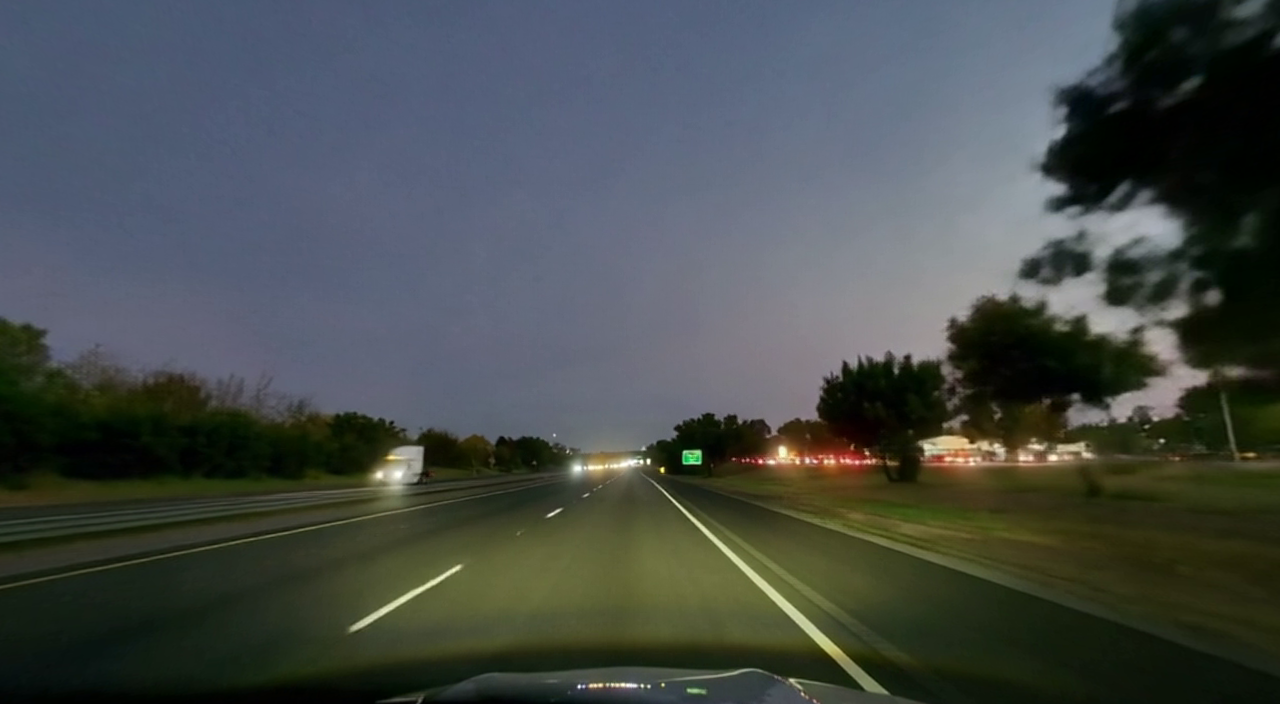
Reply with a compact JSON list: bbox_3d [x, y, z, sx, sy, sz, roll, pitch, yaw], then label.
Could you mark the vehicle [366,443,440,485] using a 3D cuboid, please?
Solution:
[{"bbox_3d":[-17.968,8.631,48.311,2.657,2.861,7.458,1,-11,0],"label":"vehicle"}]
